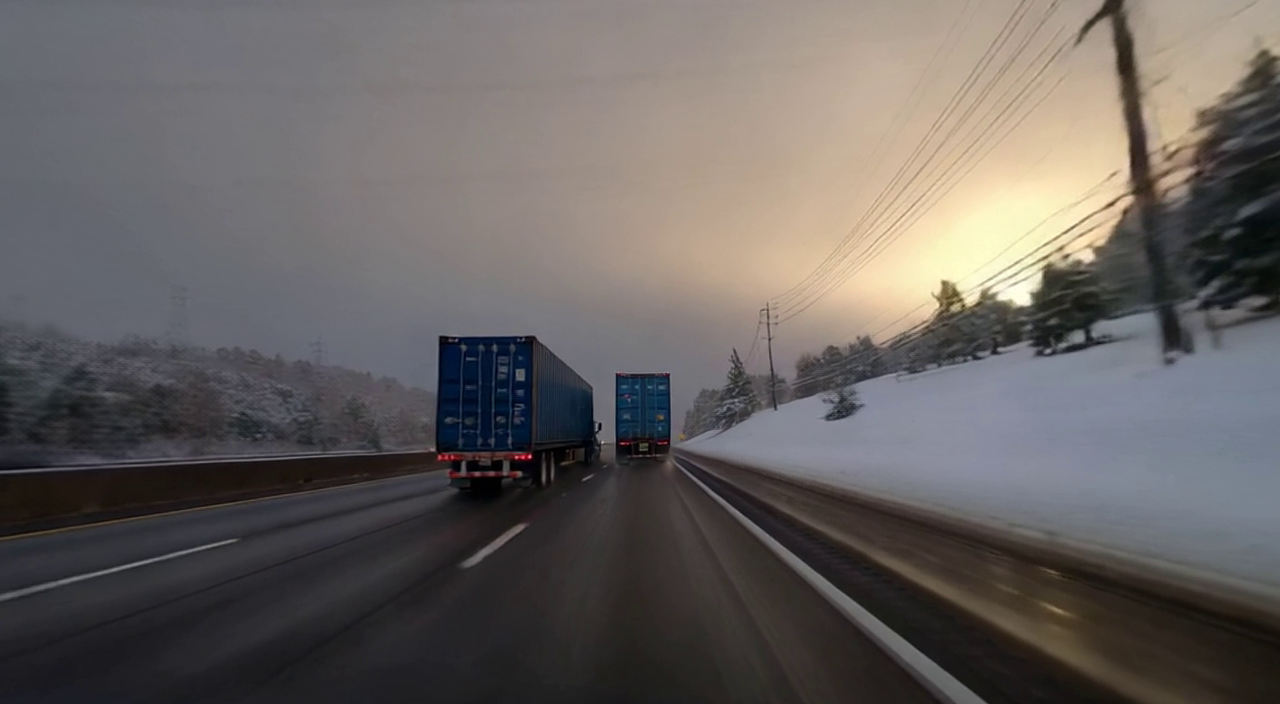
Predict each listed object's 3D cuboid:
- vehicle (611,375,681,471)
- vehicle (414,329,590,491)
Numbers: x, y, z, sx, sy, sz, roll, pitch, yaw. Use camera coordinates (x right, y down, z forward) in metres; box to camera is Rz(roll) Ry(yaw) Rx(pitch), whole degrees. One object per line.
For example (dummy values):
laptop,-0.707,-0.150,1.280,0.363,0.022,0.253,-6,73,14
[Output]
vehicle,0.121,3.862,32.882,3.006,4.120,11.586,0,-8,-1
vehicle,-4.004,2.411,22.737,3.065,4.105,13.706,0,-8,1
